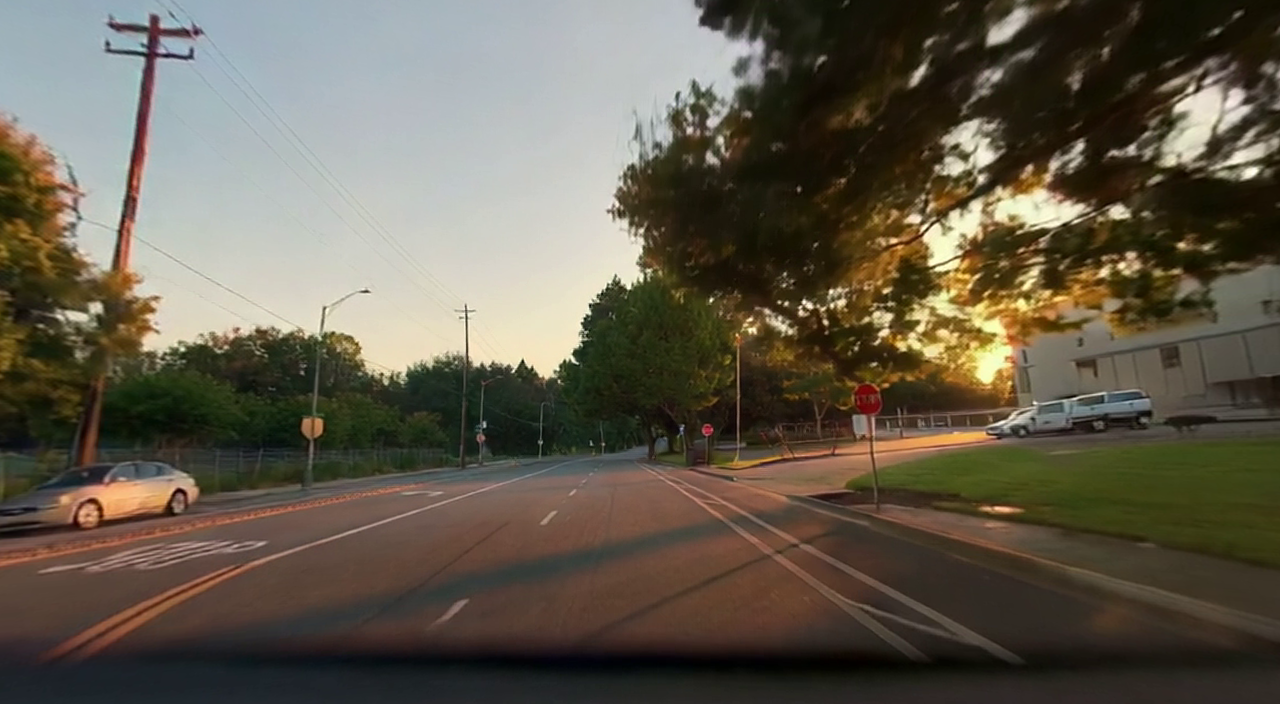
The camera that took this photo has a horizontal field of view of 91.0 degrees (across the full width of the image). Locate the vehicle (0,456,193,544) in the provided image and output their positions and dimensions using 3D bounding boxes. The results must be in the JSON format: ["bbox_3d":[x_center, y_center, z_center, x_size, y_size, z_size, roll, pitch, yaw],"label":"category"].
[{"bbox_3d":[-12.894,3.347,14.717,1.952,1.632,4.200,-5,-9,-2],"label":"vehicle"}]
